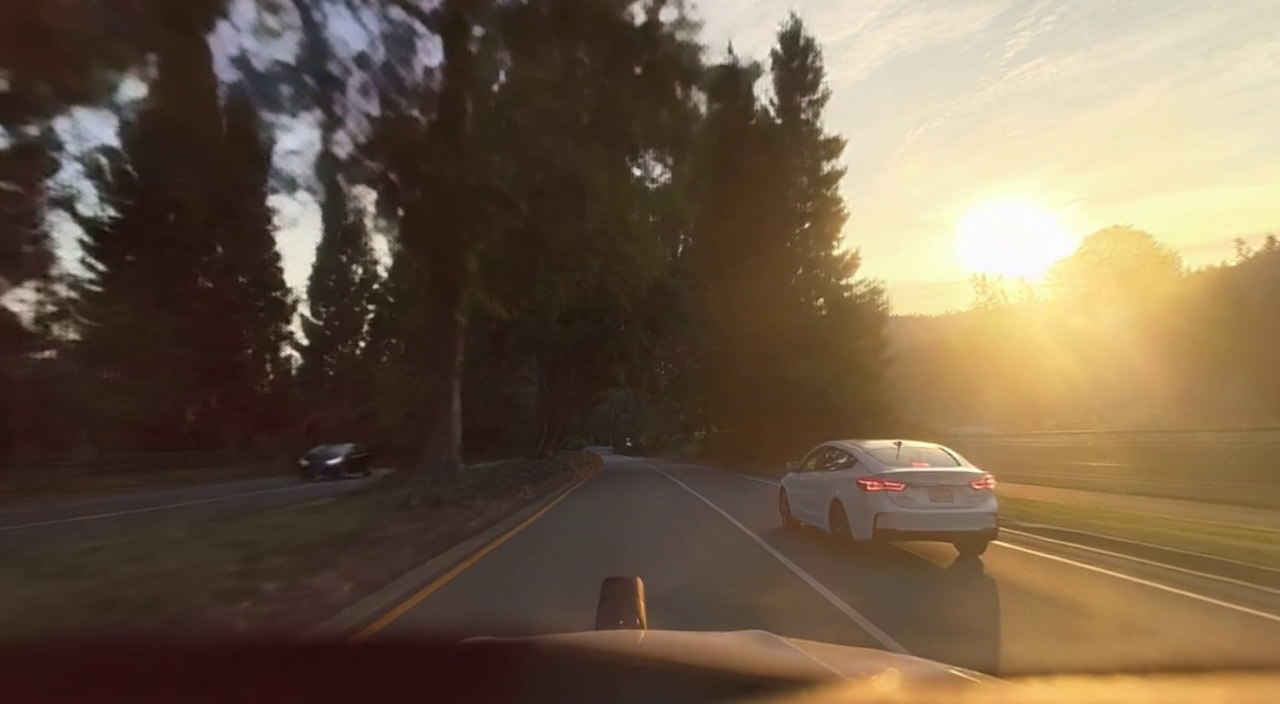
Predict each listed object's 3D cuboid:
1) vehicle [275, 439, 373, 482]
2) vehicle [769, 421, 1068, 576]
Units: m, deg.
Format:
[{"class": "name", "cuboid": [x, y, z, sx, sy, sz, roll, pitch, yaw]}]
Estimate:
[{"class": "vehicle", "cuboid": [-13.531, 4.667, 27.428, 1.978, 1.660, 4.462, 0, -9, -1]}, {"class": "vehicle", "cuboid": [3.380, 1.875, 8.940, 2.060, 1.584, 4.592, 0, -9, -1]}]
